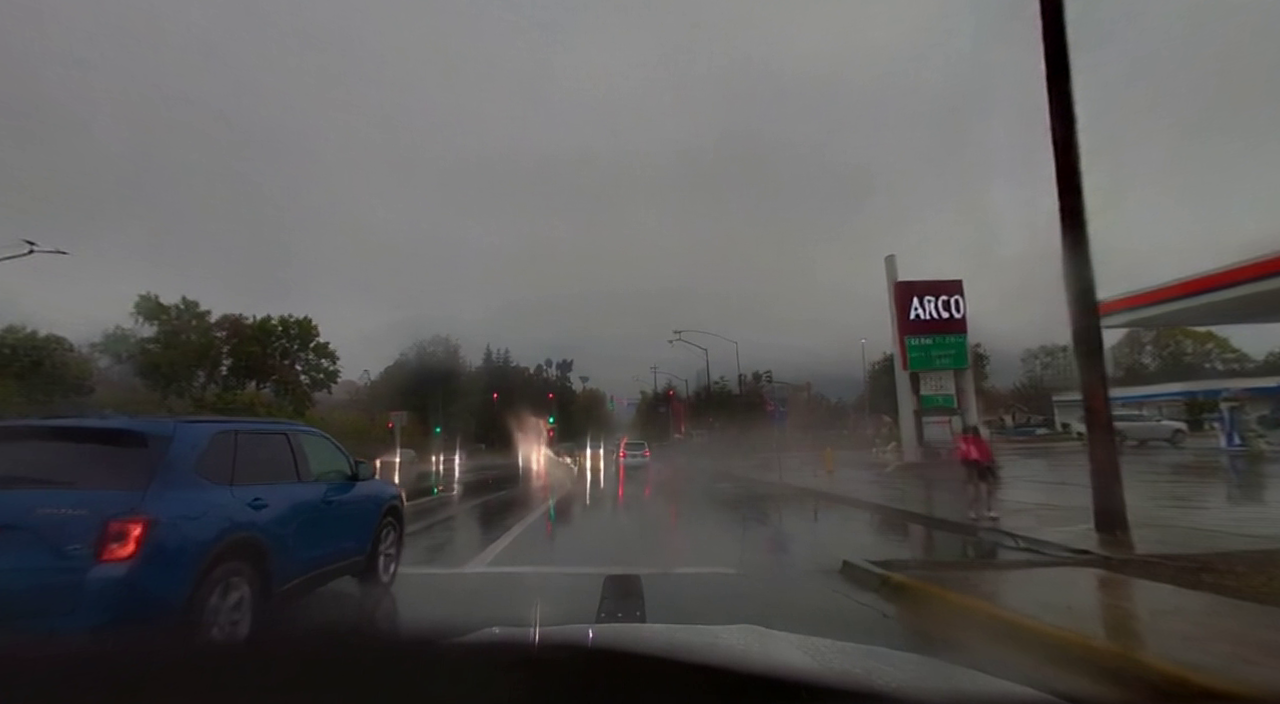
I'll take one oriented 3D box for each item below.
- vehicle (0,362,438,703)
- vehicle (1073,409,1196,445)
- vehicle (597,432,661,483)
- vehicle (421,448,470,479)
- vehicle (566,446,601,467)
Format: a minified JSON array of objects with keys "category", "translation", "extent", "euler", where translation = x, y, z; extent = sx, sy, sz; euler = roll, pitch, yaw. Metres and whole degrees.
[{"category":"vehicle","translation":[-3.495,1.265,5.042],"extent":[2.247,1.734,4.919],"euler":[0,-8,-2]},{"category":"vehicle","translation":[27.619,4.225,35.290],"extent":[5.102,1.893,2.120],"euler":[0,-9,-2]},{"category":"vehicle","translation":[-0.534,4.633,27.899],"extent":[2.552,1.999,5.498],"euler":[0,-8,-2]},{"category":"vehicle","translation":[-11.816,6.763,38.450],"extent":[1.943,1.643,4.167],"euler":[-2,-8,-4]},{"category":"vehicle","translation":[-4.273,7.952,48.169],"extent":[2.192,1.458,4.594],"euler":[0,-8,0]}]
